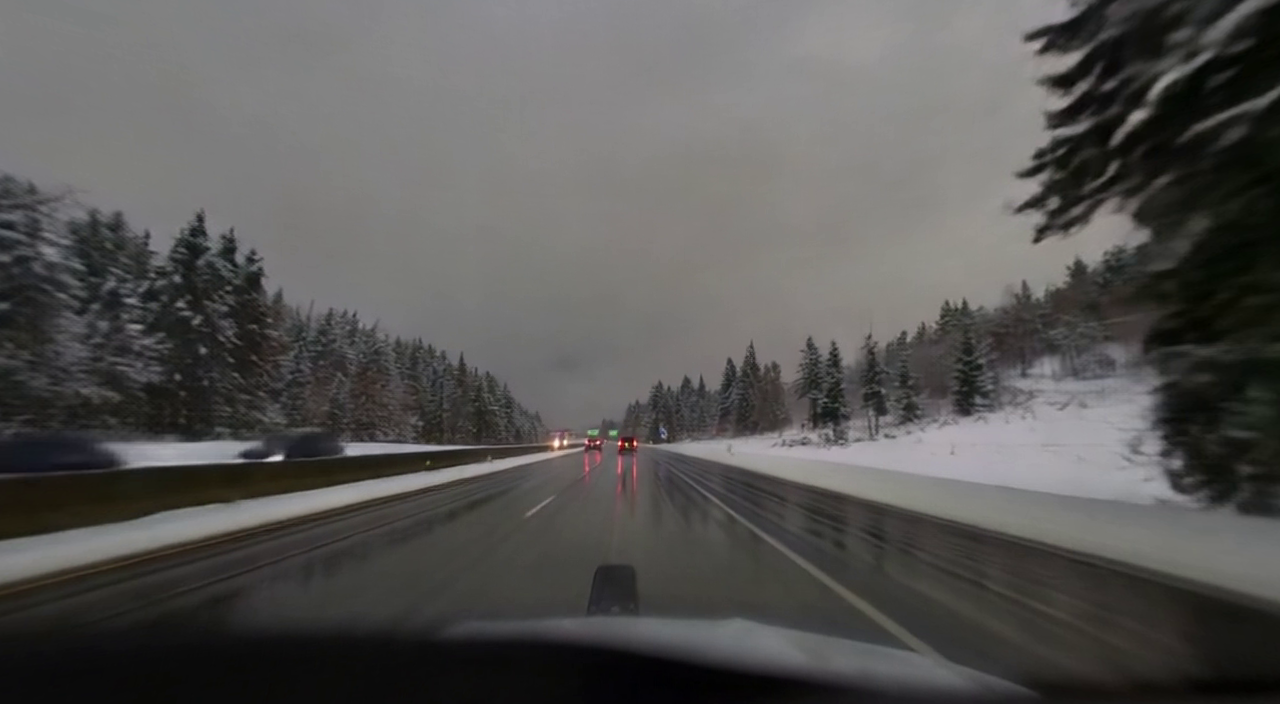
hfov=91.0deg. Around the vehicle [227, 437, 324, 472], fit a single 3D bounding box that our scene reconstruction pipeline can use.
[{"bbox_3d":[-16.992,4.784,29.653,1.926,1.498,4.456,0,-8,0],"label":"vehicle"}]
